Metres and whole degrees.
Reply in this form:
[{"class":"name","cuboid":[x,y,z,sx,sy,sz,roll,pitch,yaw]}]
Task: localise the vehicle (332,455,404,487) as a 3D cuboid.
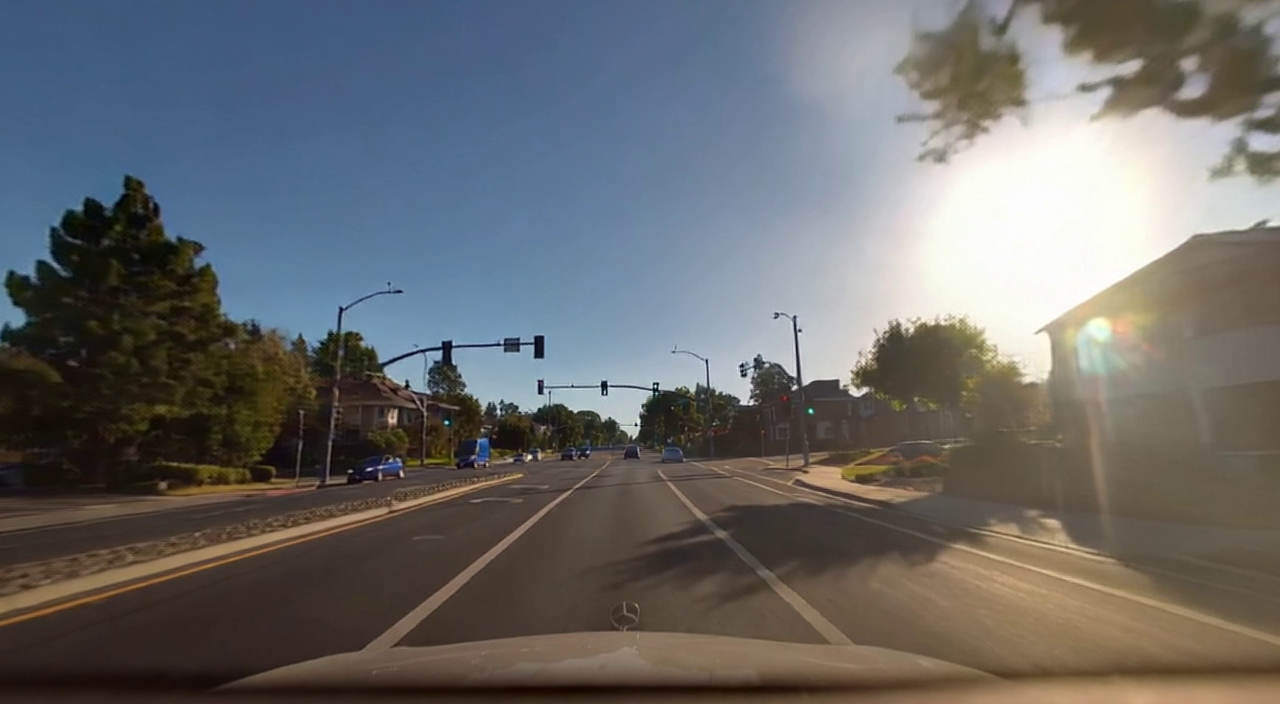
[{"class":"vehicle","cuboid":[-14.121,6.158,33.053,1.888,1.470,4.282,0,-9,0]}]
